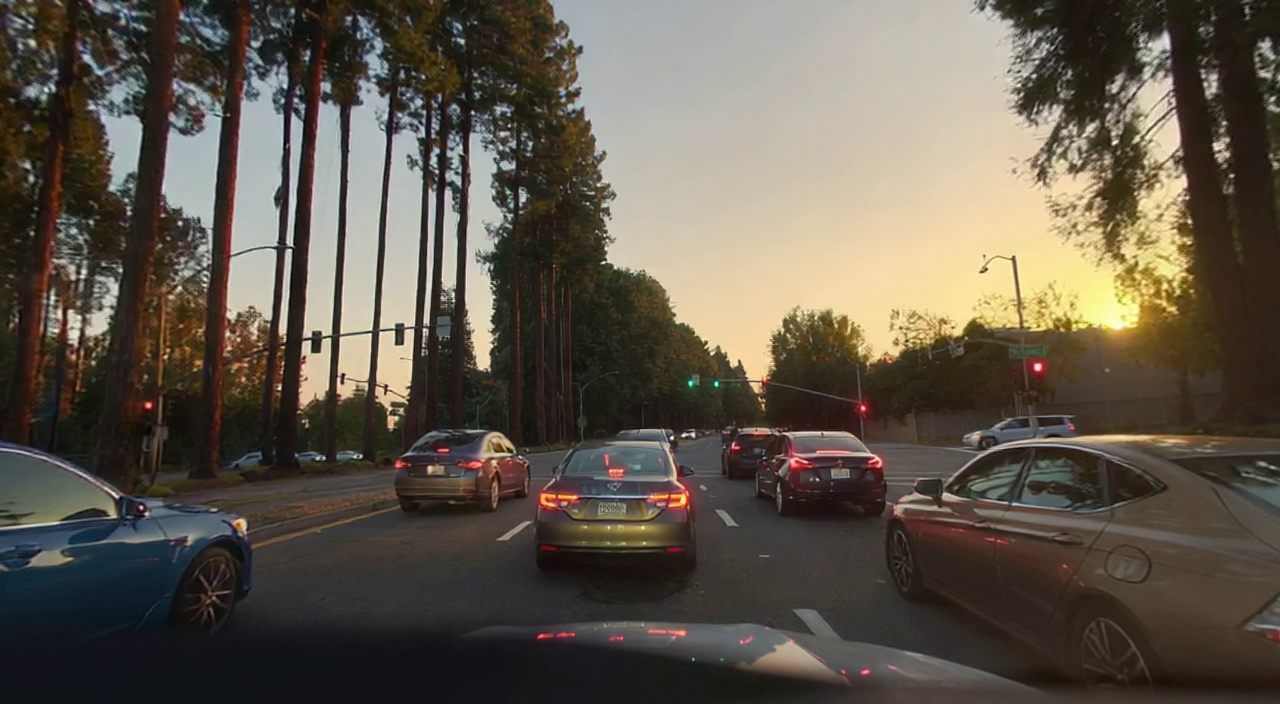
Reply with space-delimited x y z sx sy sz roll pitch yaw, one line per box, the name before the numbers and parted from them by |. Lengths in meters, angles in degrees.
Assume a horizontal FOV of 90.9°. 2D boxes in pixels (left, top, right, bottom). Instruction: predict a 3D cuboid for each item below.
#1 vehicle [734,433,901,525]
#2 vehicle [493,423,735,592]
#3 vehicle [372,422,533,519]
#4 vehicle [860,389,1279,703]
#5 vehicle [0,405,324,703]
vehicle | 3.177 2.336 12.329 1.975 1.460 4.357 0 -8 0
vehicle | -0.259 1.668 7.575 2.147 1.479 3.803 0 -8 -1
vehicle | -3.708 2.430 13.413 1.961 1.714 4.268 -1 -8 2
vehicle | 3.132 1.152 4.057 1.903 1.480 4.270 0 -8 0
vehicle | -3.652 1.042 3.107 1.935 1.482 4.433 0 -8 -1
